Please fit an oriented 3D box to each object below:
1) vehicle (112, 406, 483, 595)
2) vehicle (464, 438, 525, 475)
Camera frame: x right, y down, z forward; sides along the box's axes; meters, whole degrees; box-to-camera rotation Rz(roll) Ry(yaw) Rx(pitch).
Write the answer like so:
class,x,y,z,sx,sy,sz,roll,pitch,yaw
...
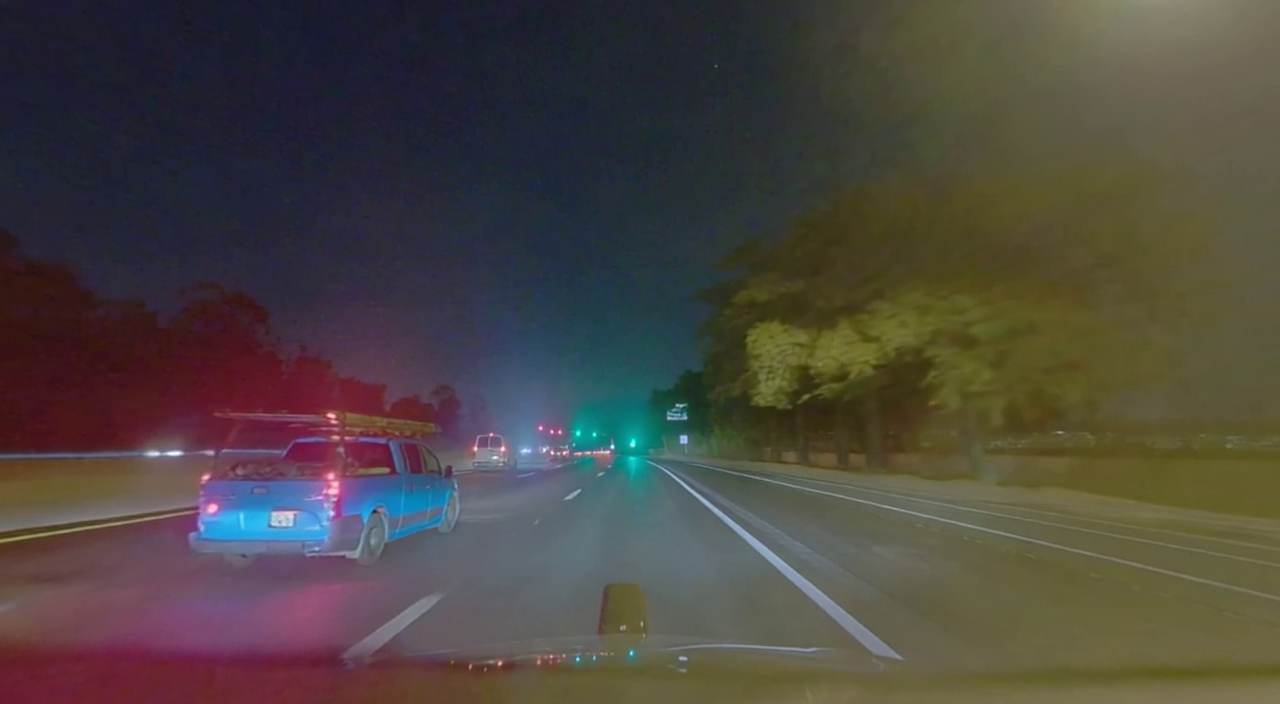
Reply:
class,x,y,z,sx,sy,sz,roll,pitch,yaw
vehicle,-3.693,1.703,8.165,2.040,1.679,4.865,0,-9,0
vehicle,-7.584,5.495,33.387,2.093,1.752,4.771,0,-9,0
